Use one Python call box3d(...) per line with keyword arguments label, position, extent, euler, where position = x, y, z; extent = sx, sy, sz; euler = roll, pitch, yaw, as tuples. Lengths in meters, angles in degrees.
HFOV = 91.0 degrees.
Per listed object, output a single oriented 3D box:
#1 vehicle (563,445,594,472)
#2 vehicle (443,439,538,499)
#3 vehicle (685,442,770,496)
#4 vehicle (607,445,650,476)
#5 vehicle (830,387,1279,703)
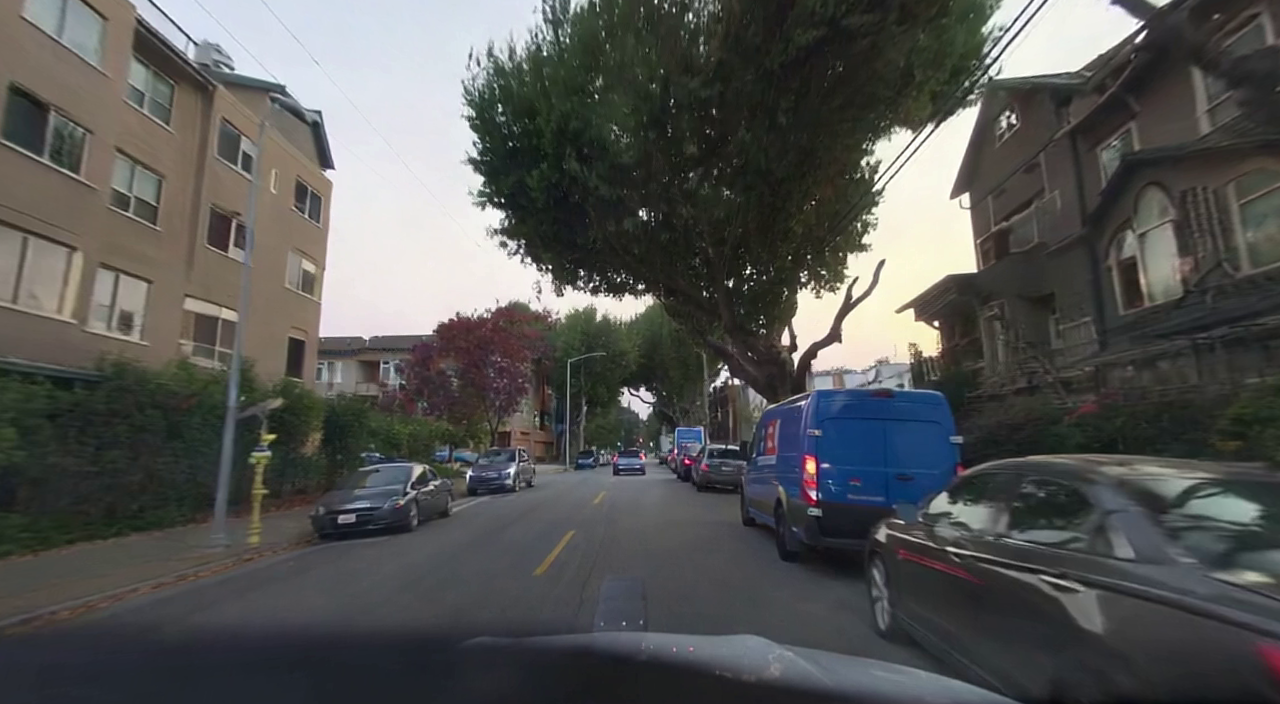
box3d(label="vehicle", position=(-4.772, 8.298, 49.324), extent=(1.951, 1.662, 4.046), euler=(1, -4, 1))
box3d(label="vehicle", position=(-4.930, 3.881, 21.449), extent=(2.090, 1.497, 4.639), euler=(1, -4, 0))
box3d(label="vehicle", position=(2.607, 3.586, 19.745), extent=(1.906, 1.471, 3.941), euler=(0, -8, -3))
box3d(label="vehicle", position=(-0.617, 5.656, 33.042), extent=(2.095, 1.510, 3.605), euler=(0, -8, -1))
box3d(label="vehicle", position=(2.535, 0.995, 2.691), extent=(1.922, 1.476, 4.811), euler=(0, -8, 0))
